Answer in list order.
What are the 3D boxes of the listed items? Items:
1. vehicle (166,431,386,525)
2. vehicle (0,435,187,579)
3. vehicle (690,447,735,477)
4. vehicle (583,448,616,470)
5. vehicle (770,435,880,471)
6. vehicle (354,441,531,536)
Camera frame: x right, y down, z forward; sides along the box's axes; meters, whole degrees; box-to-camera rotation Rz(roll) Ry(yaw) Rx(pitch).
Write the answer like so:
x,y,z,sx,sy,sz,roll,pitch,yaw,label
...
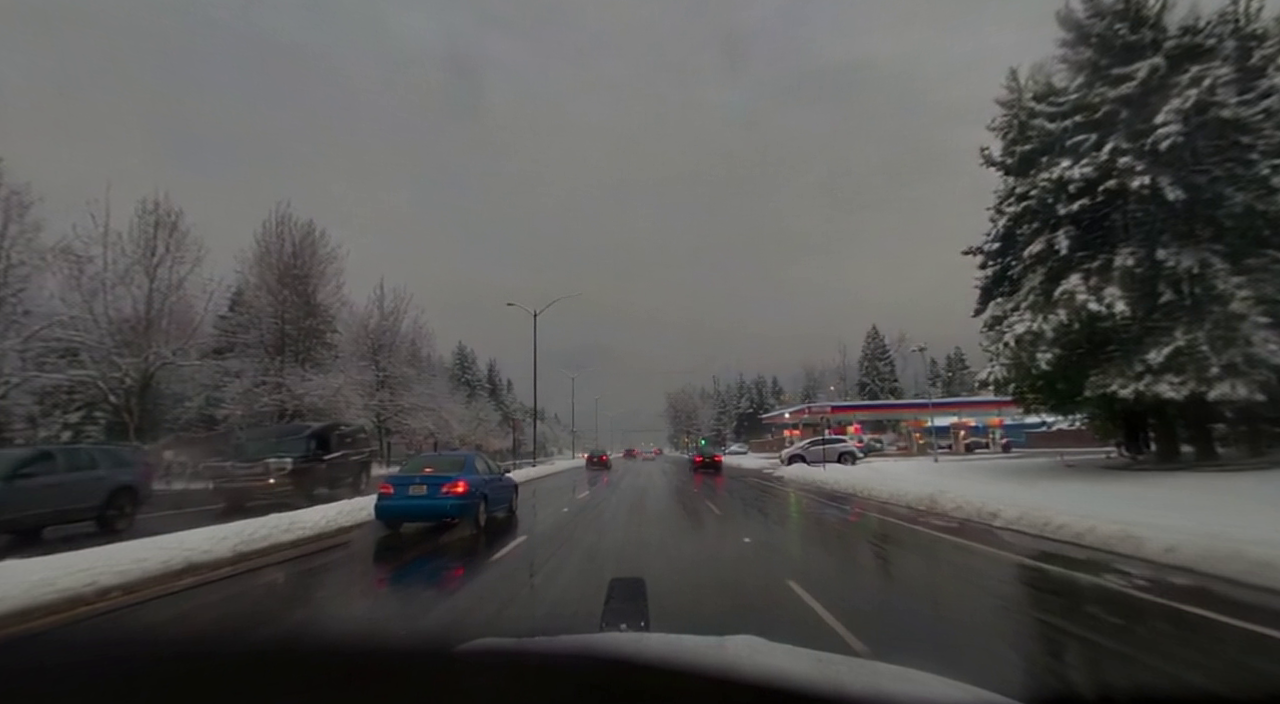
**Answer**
x,y,z,sx,sy,sz,roll,pitch,yaw,label
-8.608,3.009,15.765,2.370,1.909,5.431,0,-9,-2,vehicle
-8.413,1.950,8.092,1.922,1.660,4.332,-3,-8,1,vehicle
3.684,5.659,32.724,1.883,1.465,3.975,0,-9,0,vehicle
-2.736,7.363,43.582,1.841,1.474,4.038,0,-9,2,vehicle
11.155,6.135,38.405,5.931,1.872,2.264,-3,-9,4,vehicle
-3.481,2.483,12.133,1.803,1.463,4.422,0,-9,2,vehicle
